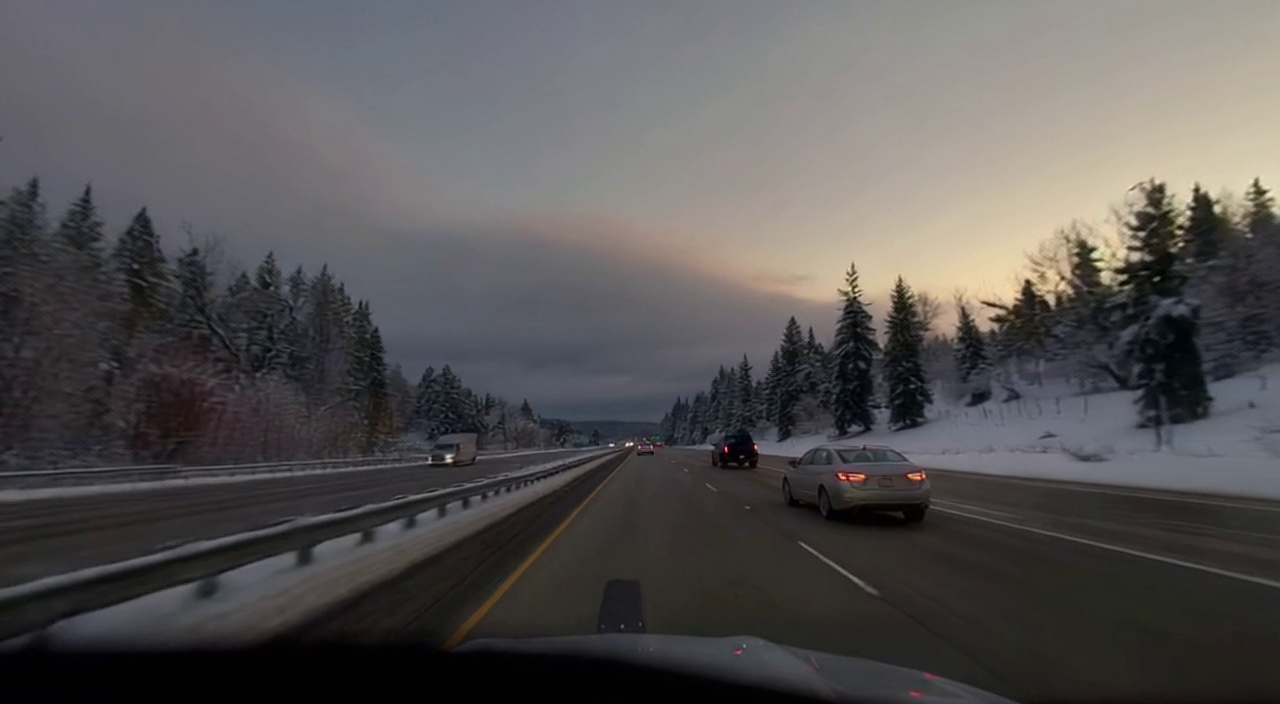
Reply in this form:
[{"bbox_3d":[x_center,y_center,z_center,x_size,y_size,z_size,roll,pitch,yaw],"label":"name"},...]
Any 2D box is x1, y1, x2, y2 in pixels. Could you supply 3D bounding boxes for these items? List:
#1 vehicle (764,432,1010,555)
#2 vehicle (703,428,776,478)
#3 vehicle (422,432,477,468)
[{"bbox_3d":[3.463,2.058,10.019,1.904,1.453,4.789,0,-8,-1],"label":"vehicle"},{"bbox_3d":[4.134,4.320,27.103,2.206,1.902,5.460,0,-8,0],"label":"vehicle"},{"bbox_3d":[-14.538,7.500,48.354,2.305,2.613,5.756,0,-8,1],"label":"vehicle"}]
